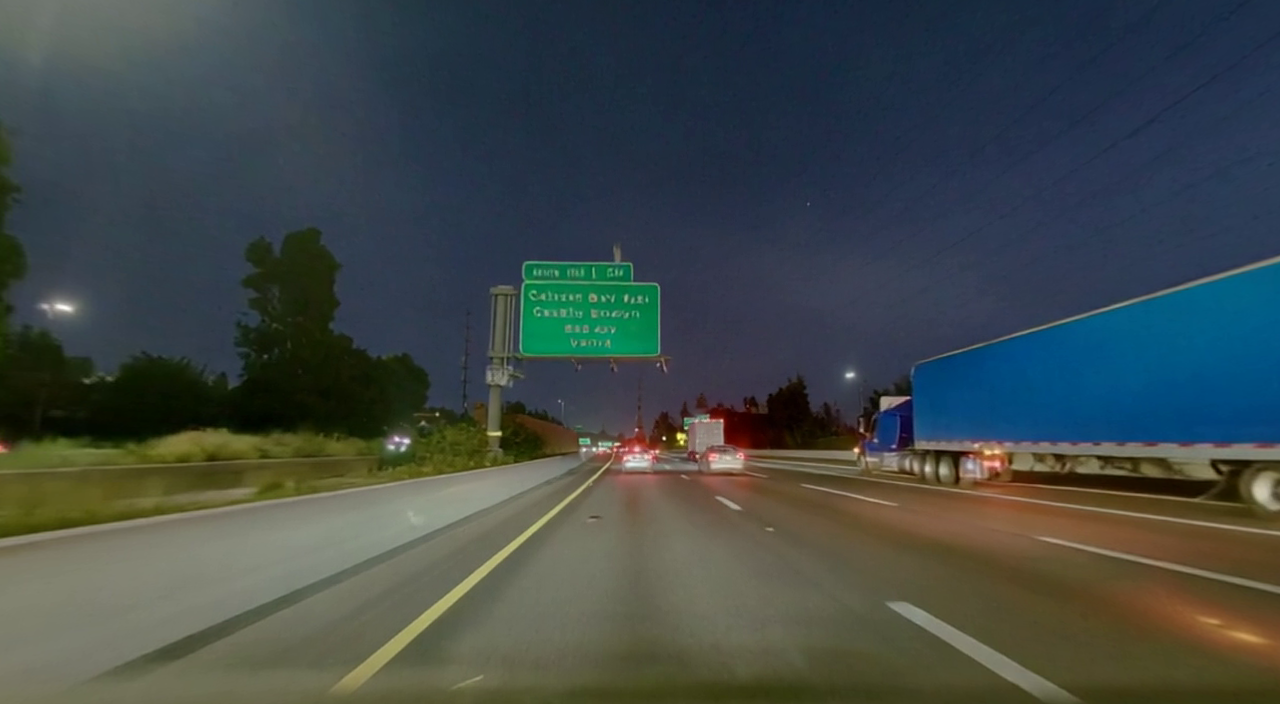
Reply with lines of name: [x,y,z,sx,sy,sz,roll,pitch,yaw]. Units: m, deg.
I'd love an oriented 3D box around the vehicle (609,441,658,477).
vehicle: [-0.317,4.830,28.715,2.083,1.477,3.965,0,-9,-2]

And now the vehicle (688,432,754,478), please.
vehicle: [3.477,4.513,27.953,2.114,1.849,4.692,0,-9,-2]

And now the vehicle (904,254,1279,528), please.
vehicle: [11.170,1.404,15.048,2.914,4.134,15.553,0,-8,-1]
